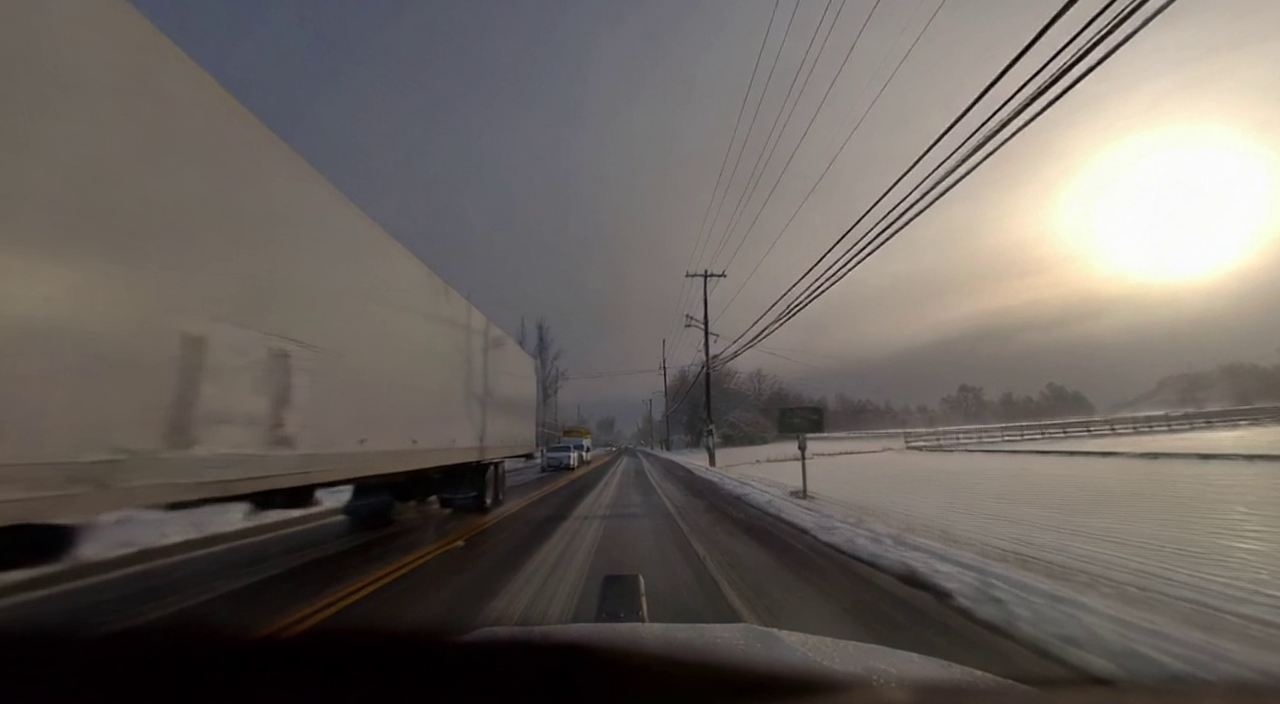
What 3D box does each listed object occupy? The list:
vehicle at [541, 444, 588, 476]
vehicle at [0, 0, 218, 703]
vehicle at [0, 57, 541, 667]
[{"bbox_3d":[-4.616,6.631,39.204,2.268,1.661,4.642,-3,-8,0],"label":"vehicle"},{"bbox_3d":[-4.819,-0.402,1.471,3.544,4.103,5.897,-2,-9,-2],"label":"vehicle"},{"bbox_3d":[-5.018,1.123,12.902,3.452,4.409,16.846,-2,-8,-1],"label":"vehicle"}]
